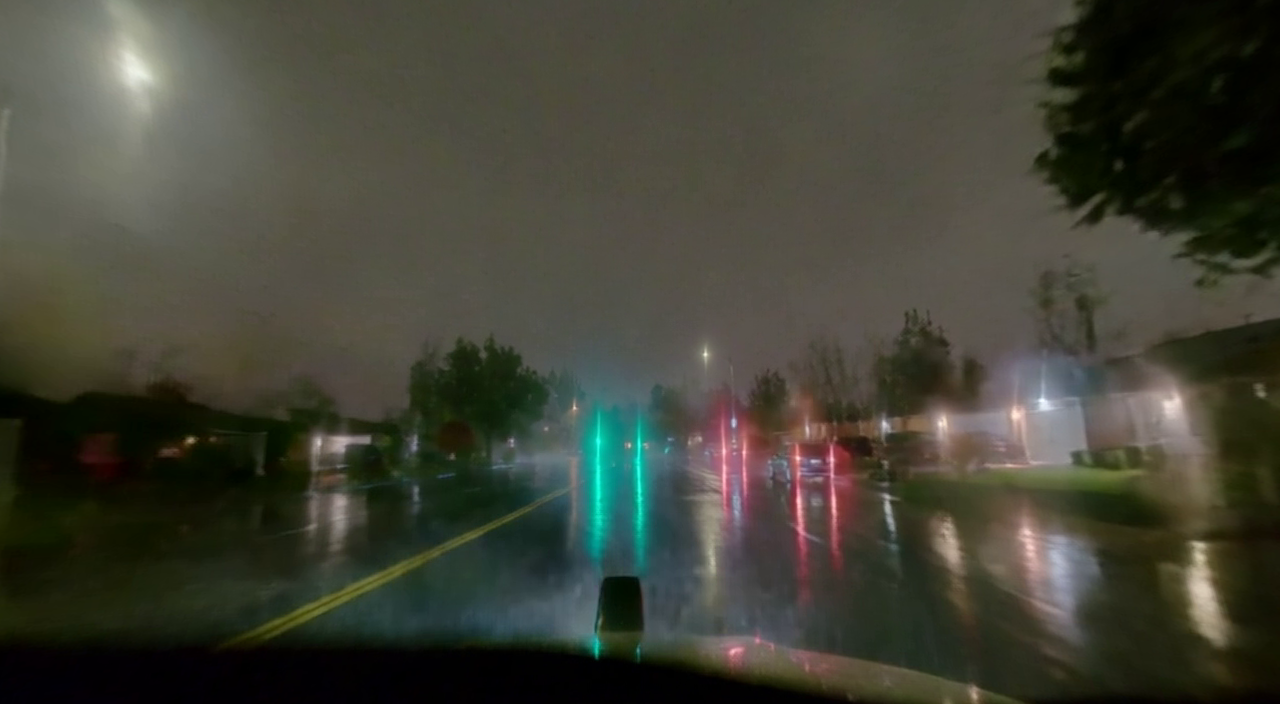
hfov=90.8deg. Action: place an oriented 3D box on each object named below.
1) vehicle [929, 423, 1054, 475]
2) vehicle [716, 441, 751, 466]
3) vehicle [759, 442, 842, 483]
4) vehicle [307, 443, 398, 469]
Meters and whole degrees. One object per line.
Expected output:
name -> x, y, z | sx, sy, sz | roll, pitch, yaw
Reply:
vehicle -> 13.358, 3.759, 24.443 | 1.978, 1.738, 4.734 | -2, -9, -1
vehicle -> 6.918, 7.575, 47.244 | 1.996, 1.745, 4.556 | -1, -8, 2
vehicle -> 6.524, 4.537, 26.337 | 2.042, 1.511, 5.029 | 0, -8, -2
vehicle -> -21.128, 7.660, 46.563 | 5.659, 1.769, 2.073 | 0, -8, -2
